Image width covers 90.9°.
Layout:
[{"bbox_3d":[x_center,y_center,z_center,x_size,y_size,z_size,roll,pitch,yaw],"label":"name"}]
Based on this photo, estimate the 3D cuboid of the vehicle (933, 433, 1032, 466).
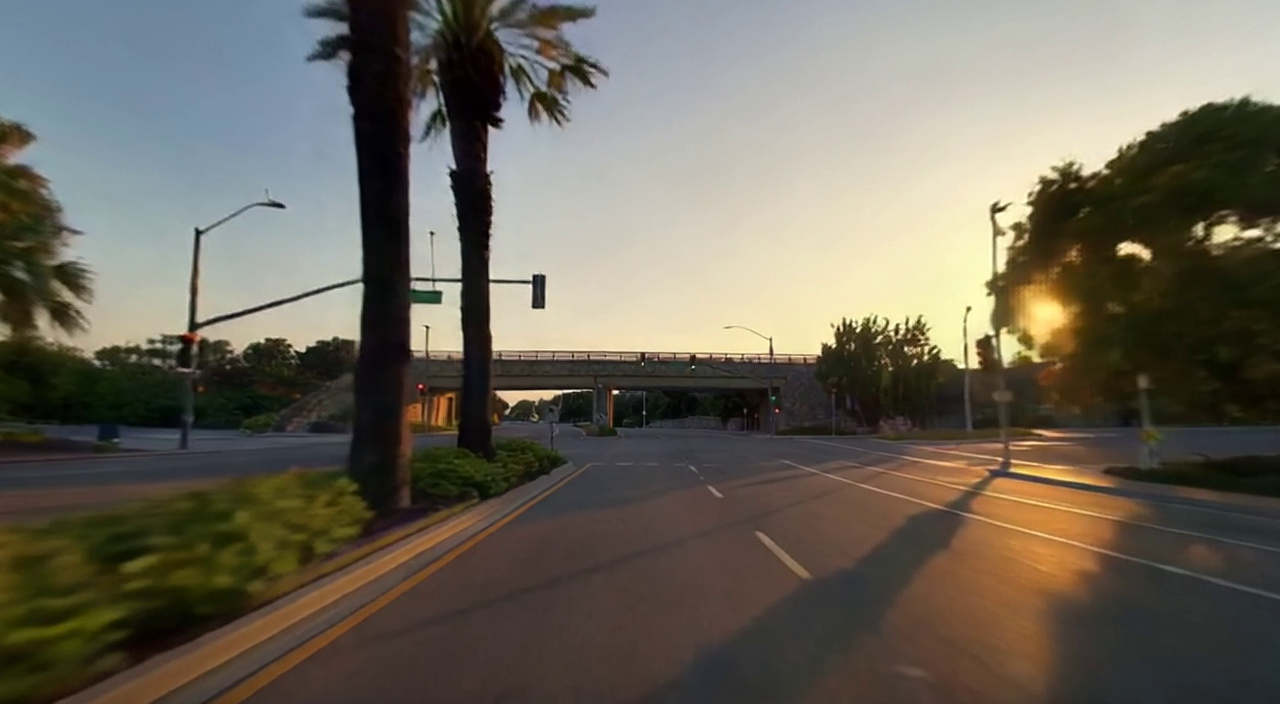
[{"bbox_3d":[15.978,4.526,29.362,4.556,1.436,1.982,5,-10,-32],"label":"vehicle"}]
